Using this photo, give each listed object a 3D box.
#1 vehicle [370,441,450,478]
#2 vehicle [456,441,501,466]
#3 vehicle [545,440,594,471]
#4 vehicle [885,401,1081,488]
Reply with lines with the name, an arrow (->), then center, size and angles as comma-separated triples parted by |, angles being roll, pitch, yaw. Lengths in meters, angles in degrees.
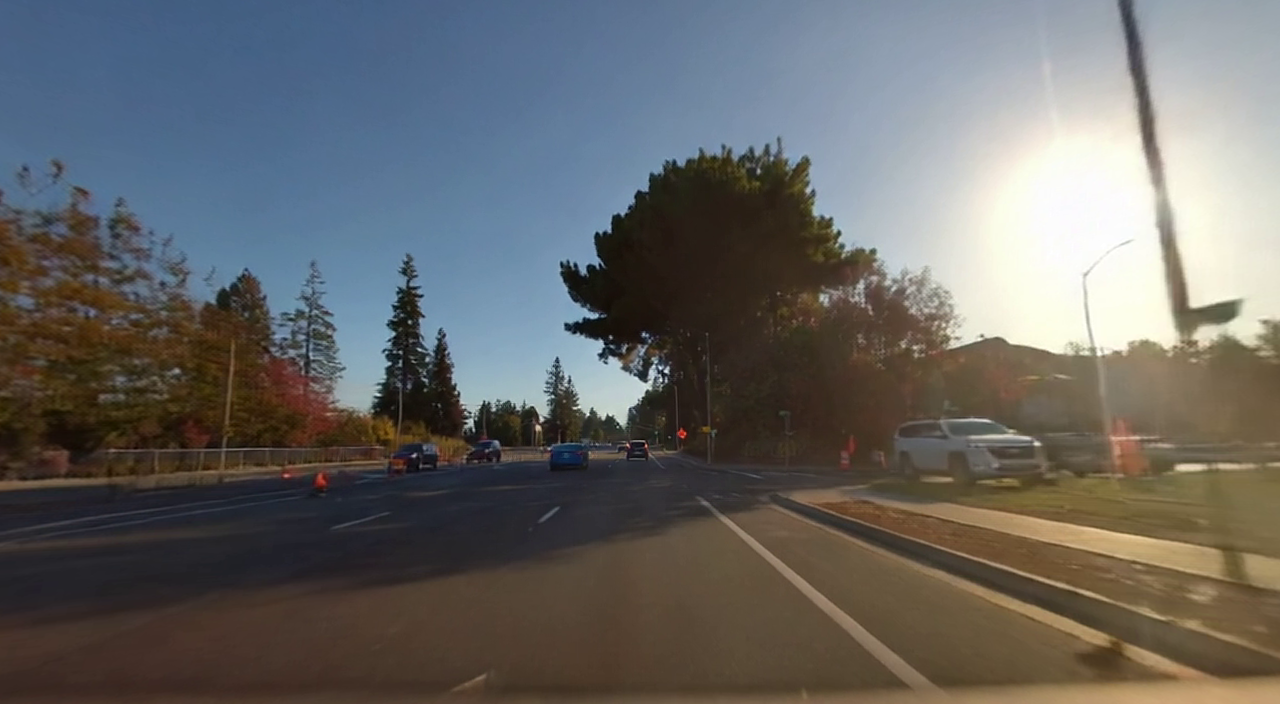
vehicle -> -10.650, 4.994, 29.535 | 2.009, 1.541, 4.753 | 0, -9, -1
vehicle -> -11.300, 7.124, 44.350 | 2.014, 1.674, 4.337 | 0, -9, -1
vehicle -> -3.994, 5.972, 36.445 | 2.198, 1.663, 4.519 | 0, -9, 2
vehicle -> 9.087, 2.574, 17.558 | 2.352, 1.991, 5.862 | 0, -8, 2
